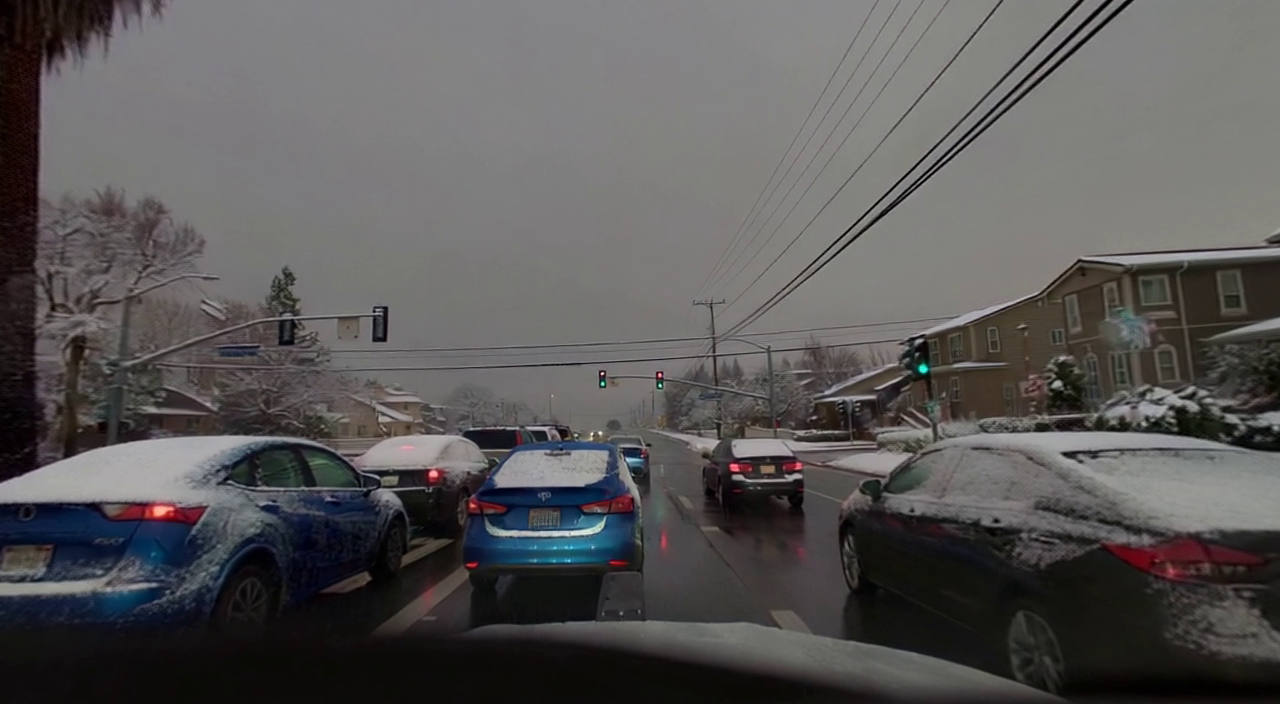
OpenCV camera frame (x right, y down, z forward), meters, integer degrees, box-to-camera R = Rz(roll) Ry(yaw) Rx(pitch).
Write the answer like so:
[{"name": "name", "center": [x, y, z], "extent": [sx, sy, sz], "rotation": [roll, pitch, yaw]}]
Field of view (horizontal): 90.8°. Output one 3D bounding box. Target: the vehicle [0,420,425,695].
[{"name": "vehicle", "center": [-3.665, 1.452, 5.716], "extent": [2.058, 1.474, 4.473], "rotation": [0, -9, -3]}]

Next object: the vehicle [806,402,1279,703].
[{"name": "vehicle", "center": [2.785, 1.234, 4.427], "extent": [2.014, 1.464, 4.312], "rotation": [0, -9, -1]}]

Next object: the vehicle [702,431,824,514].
[{"name": "vehicle", "center": [2.658, 2.718, 14.741], "extent": [1.956, 1.615, 4.205], "rotation": [0, -9, -1]}]

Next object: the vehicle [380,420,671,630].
[{"name": "vehicle", "center": [-0.864, 1.546, 6.574], "extent": [2.104, 1.500, 3.815], "rotation": [0, -9, -1]}]

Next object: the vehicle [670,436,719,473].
[{"name": "vehicle", "center": [2.729, 5.263, 32.508], "extent": [2.063, 1.750, 4.410], "rotation": [0, -9, -1]}]
